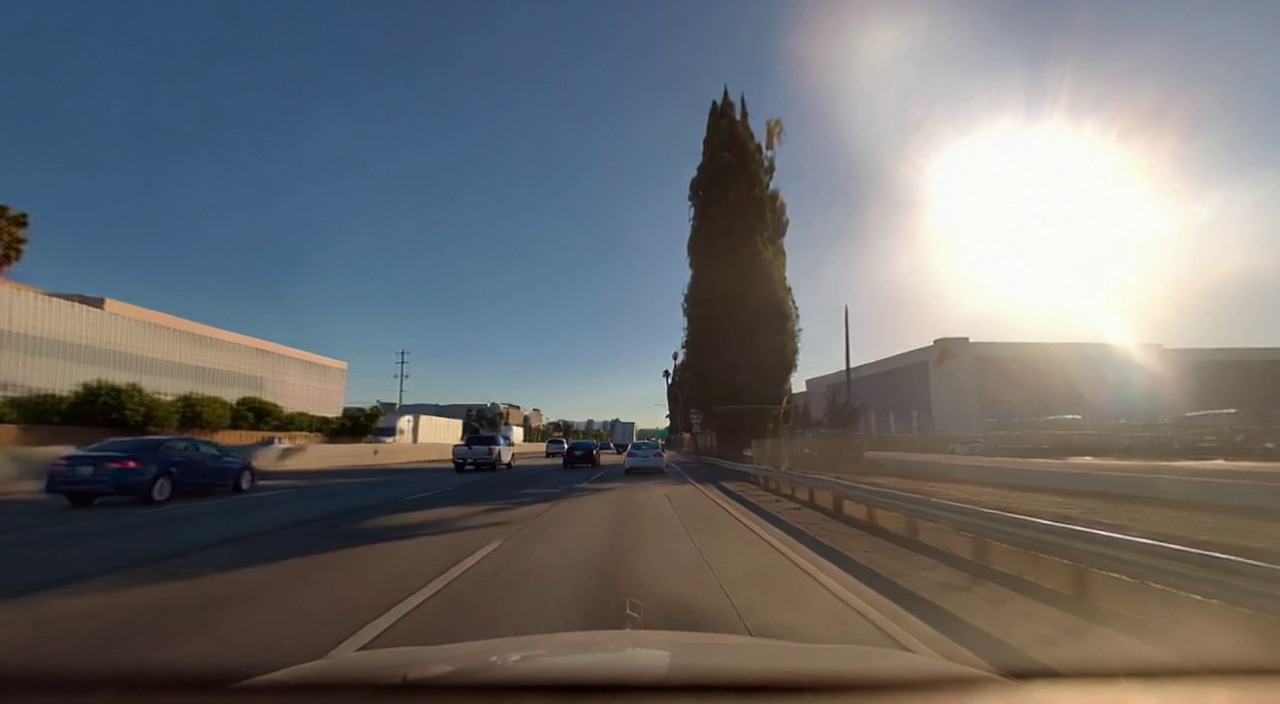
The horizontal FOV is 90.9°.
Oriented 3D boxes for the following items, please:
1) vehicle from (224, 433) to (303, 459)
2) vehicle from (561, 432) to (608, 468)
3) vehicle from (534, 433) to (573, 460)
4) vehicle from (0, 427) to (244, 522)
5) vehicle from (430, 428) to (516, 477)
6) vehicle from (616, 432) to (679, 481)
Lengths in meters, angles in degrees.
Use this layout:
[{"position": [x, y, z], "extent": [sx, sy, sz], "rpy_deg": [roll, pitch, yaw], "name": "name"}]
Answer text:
[{"position": [-26.883, 6.759, 45.306], "extent": [2.081, 1.729, 5.567], "rpy_deg": [-1, -8, 1], "name": "vehicle"}, {"position": [-2.994, 5.432, 35.105], "extent": [2.108, 1.832, 4.549], "rpy_deg": [-1, -8, 2], "name": "vehicle"}, {"position": [-6.556, 7.195, 48.205], "extent": [2.085, 1.932, 4.967], "rpy_deg": [-1, -8, 2], "name": "vehicle"}, {"position": [-10.607, 2.342, 12.709], "extent": [1.910, 1.501, 5.004], "rpy_deg": [-1, -8, 2], "name": "vehicle"}, {"position": [-6.679, 4.080, 25.869], "extent": [2.105, 1.790, 4.689], "rpy_deg": [-1, -8, 2], "name": "vehicle"}, {"position": [0.288, 3.865, 23.617], "extent": [2.136, 1.678, 4.052], "rpy_deg": [0, -8, 1], "name": "vehicle"}]
